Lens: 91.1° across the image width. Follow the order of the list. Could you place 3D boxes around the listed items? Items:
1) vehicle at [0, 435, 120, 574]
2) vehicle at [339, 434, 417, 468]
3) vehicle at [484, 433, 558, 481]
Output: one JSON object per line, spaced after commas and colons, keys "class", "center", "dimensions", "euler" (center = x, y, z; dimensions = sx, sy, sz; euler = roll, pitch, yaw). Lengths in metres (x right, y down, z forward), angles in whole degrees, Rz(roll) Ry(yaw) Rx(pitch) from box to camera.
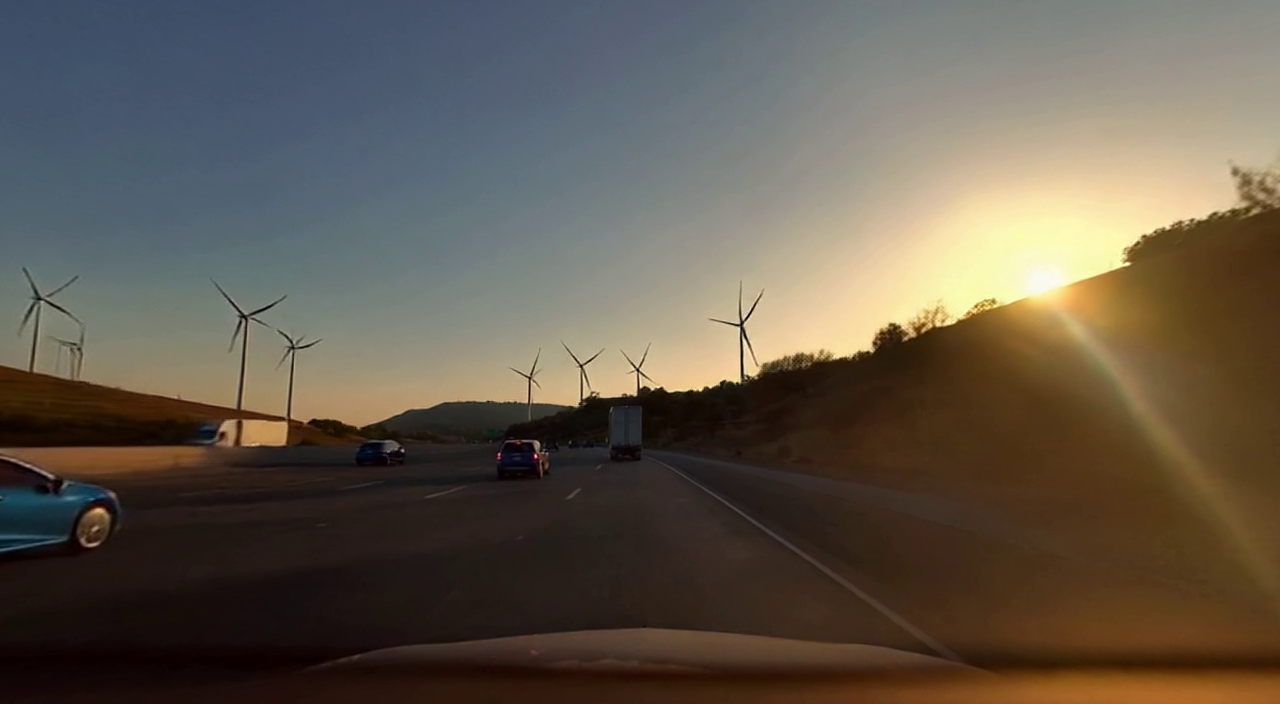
{"class": "vehicle", "center": [-8.086, 1.539, 5.999], "dimensions": [2.271, 1.488, 4.597], "euler": [0, -8, 0]}
{"class": "vehicle", "center": [-15.162, 5.756, 36.760], "dimensions": [2.285, 1.835, 5.672], "euler": [0, -8, -2]}
{"class": "vehicle", "center": [-4.458, 3.994, 24.170], "dimensions": [2.109, 1.684, 3.783], "euler": [0, -8, 0]}
